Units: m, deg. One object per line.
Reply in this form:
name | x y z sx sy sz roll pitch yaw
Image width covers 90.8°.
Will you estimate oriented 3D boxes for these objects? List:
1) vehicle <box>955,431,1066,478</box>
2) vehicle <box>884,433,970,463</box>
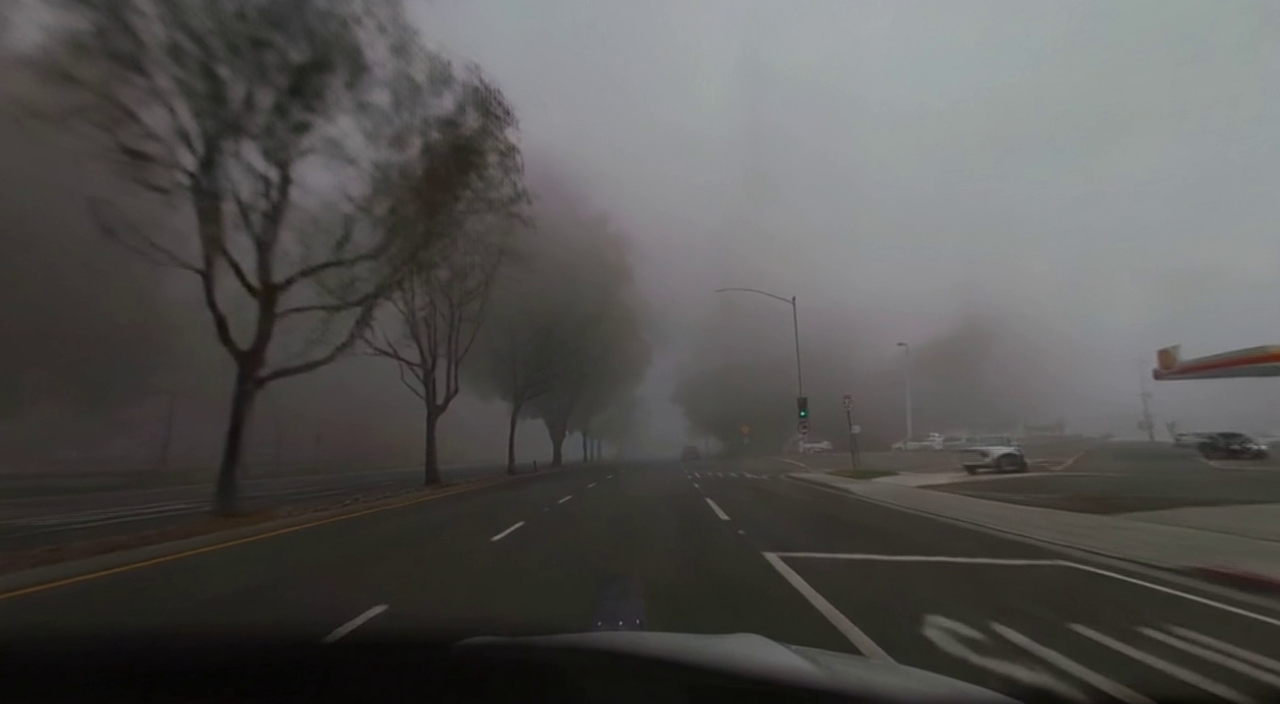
vehicle | 13.716 3.831 23.294 4.744 1.475 2.008 9 -16 -41
vehicle | 18.678 6.272 41.200 4.543 1.838 2.127 1 -9 -7
